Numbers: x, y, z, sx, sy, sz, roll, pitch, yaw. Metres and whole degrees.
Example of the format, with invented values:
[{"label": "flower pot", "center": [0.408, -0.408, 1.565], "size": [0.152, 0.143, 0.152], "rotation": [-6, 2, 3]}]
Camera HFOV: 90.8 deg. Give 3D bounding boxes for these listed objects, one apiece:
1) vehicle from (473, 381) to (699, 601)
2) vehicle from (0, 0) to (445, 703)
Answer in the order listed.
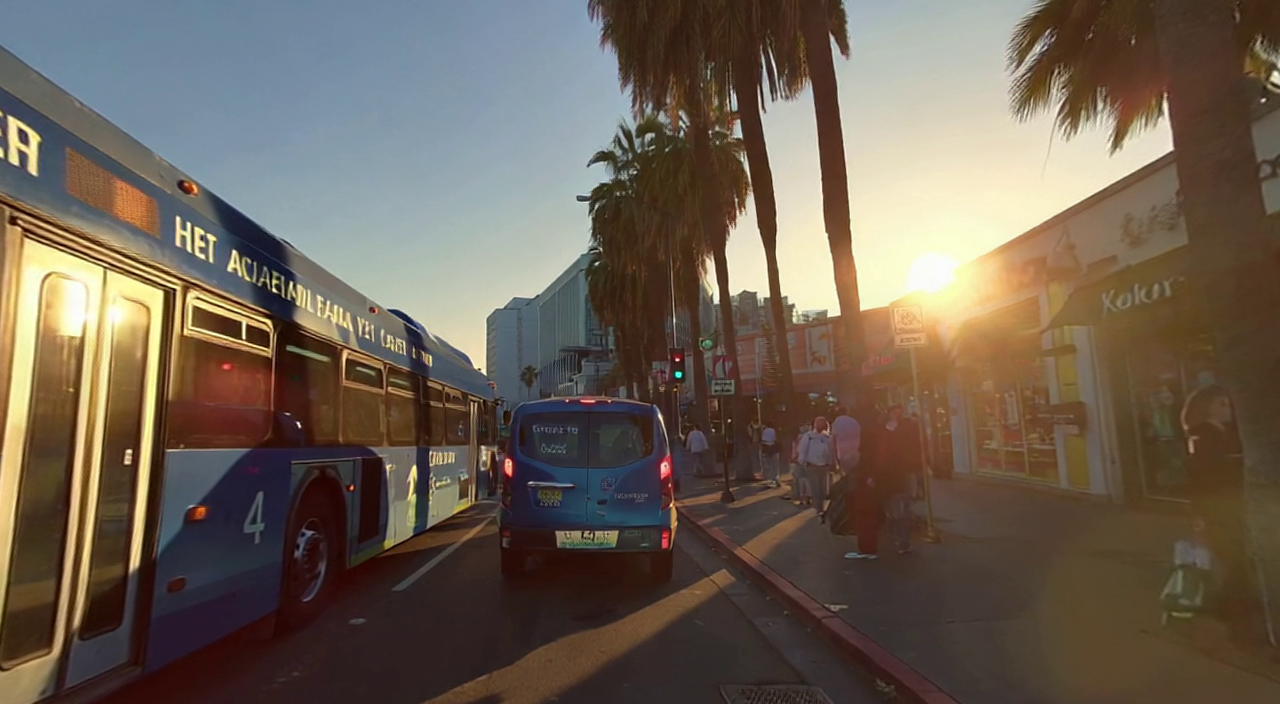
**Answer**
[{"label": "vehicle", "center": [-0.798, 1.532, 7.798], "size": [2.002, 1.907, 4.211], "rotation": [1, -9, -9]}, {"label": "vehicle", "center": [-3.733, 0.132, 2.841], "size": [2.863, 3.233, 11.573], "rotation": [0, -8, -4]}]
